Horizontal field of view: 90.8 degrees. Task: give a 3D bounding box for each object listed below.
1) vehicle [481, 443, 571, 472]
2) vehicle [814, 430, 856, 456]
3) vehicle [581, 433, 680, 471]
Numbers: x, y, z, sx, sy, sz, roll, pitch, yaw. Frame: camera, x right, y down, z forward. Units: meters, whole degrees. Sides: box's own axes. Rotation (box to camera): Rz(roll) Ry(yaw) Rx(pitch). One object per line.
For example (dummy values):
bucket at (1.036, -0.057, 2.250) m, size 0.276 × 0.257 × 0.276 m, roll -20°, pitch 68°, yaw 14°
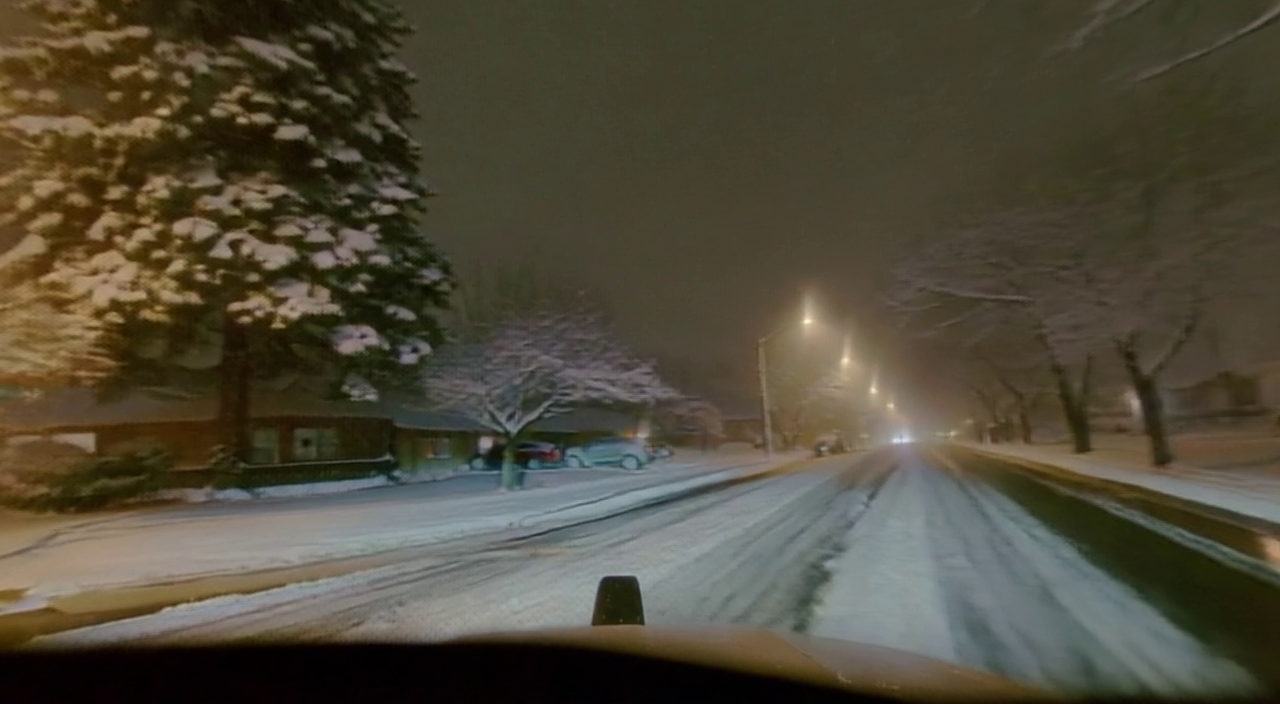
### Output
vehicle at (-6.214, 5.734, 34.409) m, size 4.531 × 1.470 × 1.855 m, roll -5°, pitch -9°, yaw 24°
vehicle at (14.637, 6.802, 47.164) m, size 2.319 × 1.758 × 4.545 m, roll -5°, pitch -9°, yaw 24°
vehicle at (-0.488, 5.003, 31.567) m, size 4.559 × 1.745 × 1.918 m, roll -5°, pitch -9°, yaw 21°
